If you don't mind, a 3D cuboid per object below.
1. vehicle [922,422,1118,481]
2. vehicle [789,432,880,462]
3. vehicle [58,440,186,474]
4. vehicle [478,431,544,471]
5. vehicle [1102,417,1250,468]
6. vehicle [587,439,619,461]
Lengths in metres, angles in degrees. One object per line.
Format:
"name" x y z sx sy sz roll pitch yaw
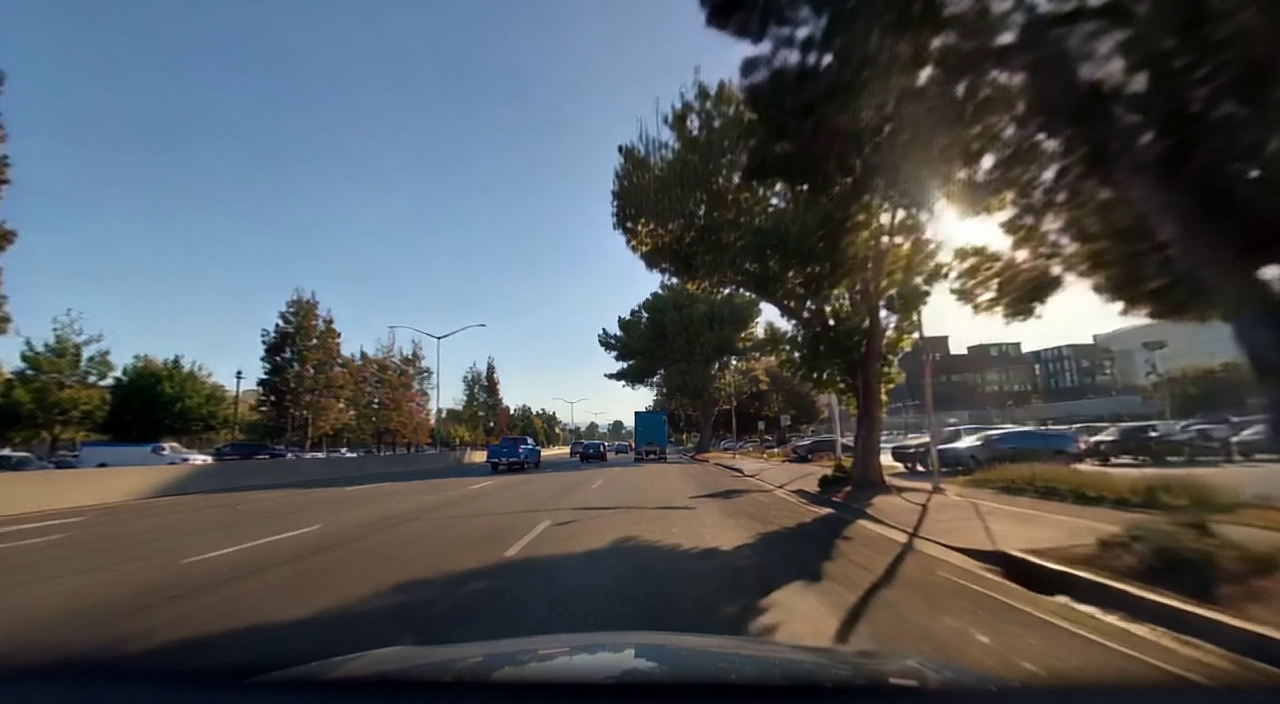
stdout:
"vehicle" 11.395 3.013 19.161 4.655 1.688 1.876 0 -9 2
"vehicle" 10.628 5.243 34.734 4.346 1.595 1.964 0 -8 0
"vehicle" -34.042 6.919 41.561 6.393 2.108 2.467 -1 -9 4
"vehicle" -6.673 5.187 33.222 2.149 1.893 5.187 0 -8 2
"vehicle" 21.396 3.670 25.500 1.888 1.812 4.911 -1 -8 4
"vehicle" -2.842 7.705 49.674 2.114 1.663 4.381 0 -8 2
